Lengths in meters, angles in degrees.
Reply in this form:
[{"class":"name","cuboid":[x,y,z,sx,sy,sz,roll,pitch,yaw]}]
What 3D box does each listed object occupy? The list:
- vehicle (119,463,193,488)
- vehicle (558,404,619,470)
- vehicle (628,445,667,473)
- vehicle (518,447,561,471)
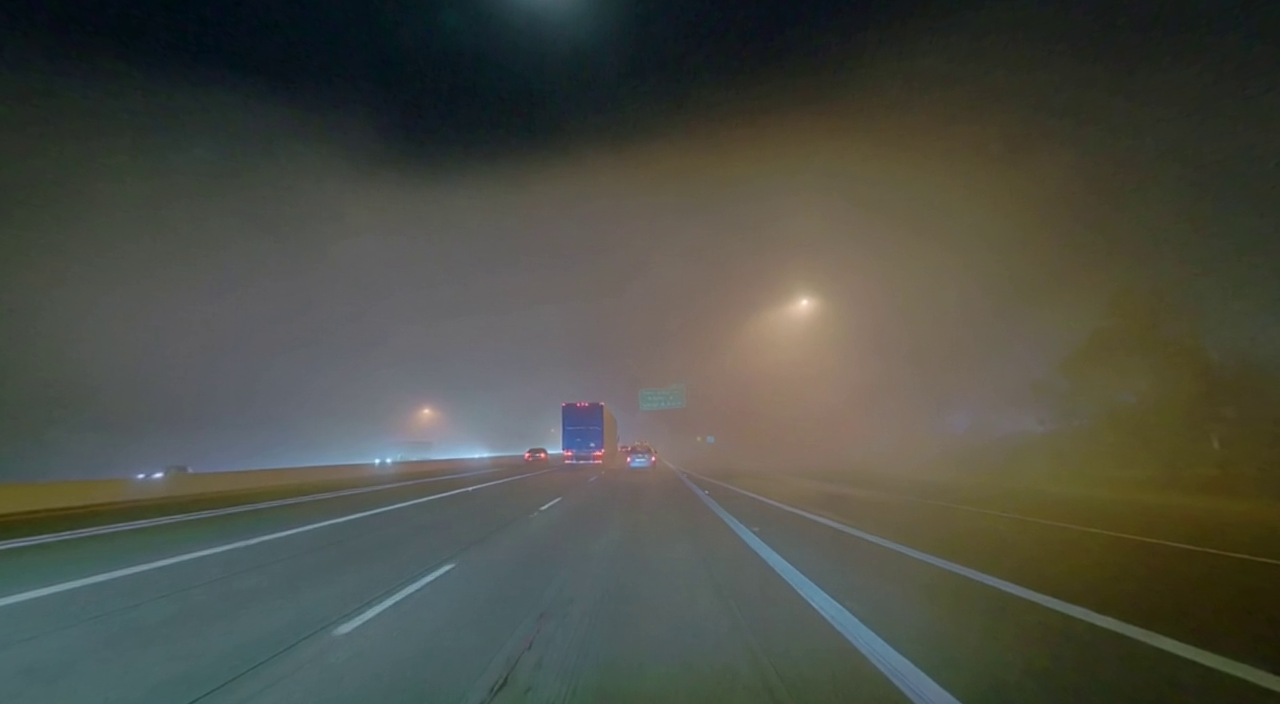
[{"class":"vehicle","cuboid":[-34.983,8.935,45.668,1.835,1.566,4.344,0,-9,1]},{"class":"vehicle","cuboid":[-3.301,6.025,43.868,3.053,3.948,11.288,-1,-9,1]},{"class":"vehicle","cuboid":[0.402,5.984,35.403,2.066,1.469,4.050,0,-9,0]},{"class":"vehicle","cuboid":[-6.764,7.265,42.945,1.996,1.495,4.671,-1,-9,2]}]
